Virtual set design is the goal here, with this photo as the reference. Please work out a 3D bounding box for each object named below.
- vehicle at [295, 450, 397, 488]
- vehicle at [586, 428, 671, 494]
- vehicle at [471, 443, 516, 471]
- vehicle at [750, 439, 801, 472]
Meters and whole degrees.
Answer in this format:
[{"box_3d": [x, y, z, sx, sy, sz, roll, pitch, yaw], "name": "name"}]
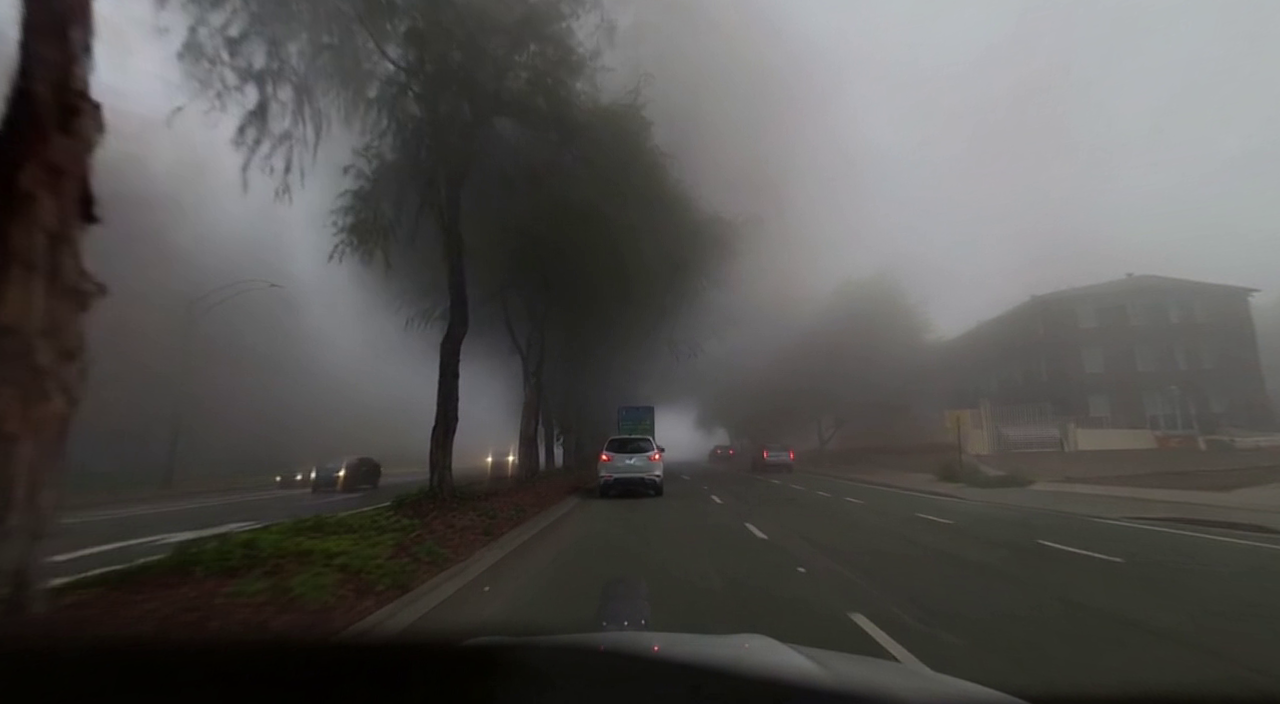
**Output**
[{"box_3d": [-13.343, 5.298, 28.970, 2.198, 1.550, 4.824, 0, -8, 2], "name": "vehicle"}, {"box_3d": [-0.300, 3.349, 19.659, 2.332, 1.798, 4.546, 0, -8, 0], "name": "vehicle"}, {"box_3d": [-9.926, 7.136, 43.080, 2.010, 1.760, 4.406, 0, -8, 1], "name": "vehicle"}, {"box_3d": [7.597, 5.825, 35.781, 1.971, 1.722, 4.341, 0, -8, 1], "name": "vehicle"}]
